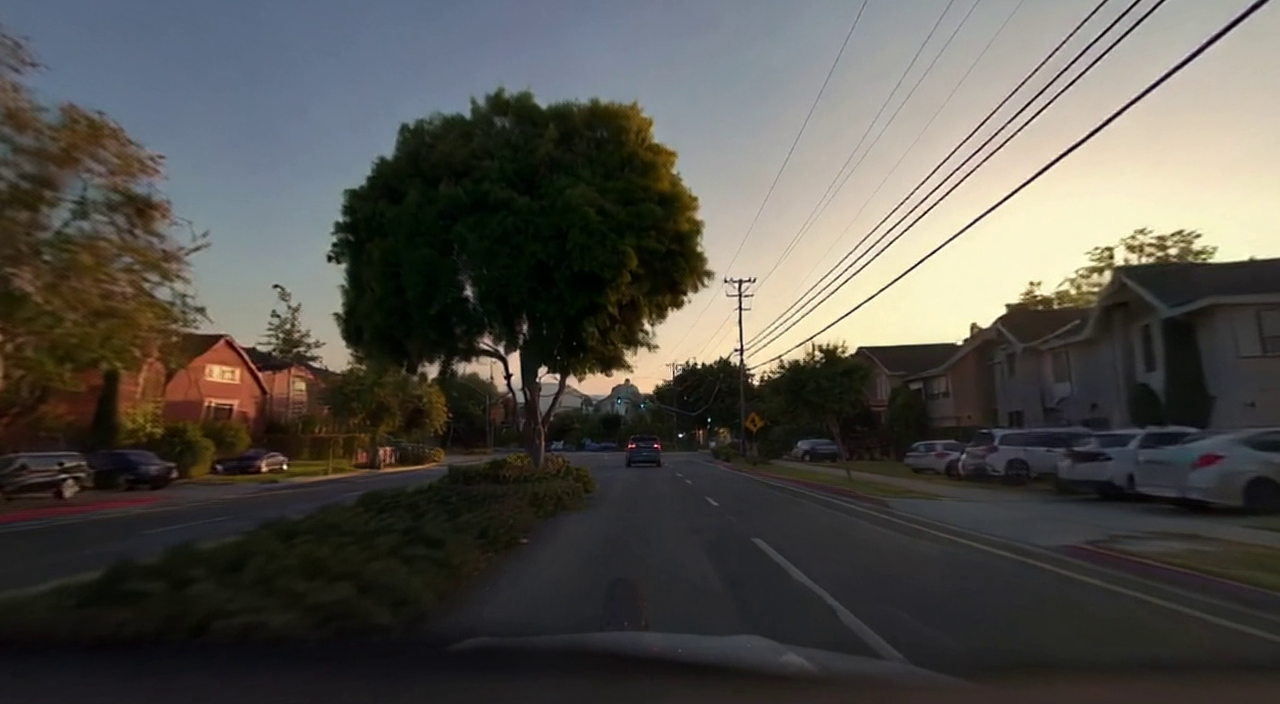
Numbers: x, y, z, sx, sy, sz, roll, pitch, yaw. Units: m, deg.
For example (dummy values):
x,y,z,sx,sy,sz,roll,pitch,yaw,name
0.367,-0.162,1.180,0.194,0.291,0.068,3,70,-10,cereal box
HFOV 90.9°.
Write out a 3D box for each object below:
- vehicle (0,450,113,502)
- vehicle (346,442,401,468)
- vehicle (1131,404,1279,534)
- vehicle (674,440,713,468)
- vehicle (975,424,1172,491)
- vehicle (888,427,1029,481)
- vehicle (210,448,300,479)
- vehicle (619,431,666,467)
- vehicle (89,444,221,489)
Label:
x,y,z,sx,sy,sz,roll,pitch,yaw,name
-20.072,3.950,20.364,2.050,1.501,4.588,0,-8,1,vehicle
-20.014,7.733,47.540,2.046,1.874,4.448,0,-8,2,vehicle
11.829,1.990,11.061,4.305,1.997,2.453,0,-8,0,vehicle
3.250,6.254,38.730,2.002,1.511,4.124,2,-8,0,vehicle
13.520,3.307,19.916,4.508,1.937,2.356,1,-8,-5,vehicle
12.638,4.056,25.245,4.412,1.878,2.048,-2,-8,-2,vehicle
-20.393,5.880,33.620,1.865,1.506,4.706,0,-8,-1,vehicle
0.155,6.003,39.203,2.769,2.087,5.130,0,-8,0,vehicle
-20.218,4.763,26.570,1.973,1.700,4.475,0,-8,0,vehicle
